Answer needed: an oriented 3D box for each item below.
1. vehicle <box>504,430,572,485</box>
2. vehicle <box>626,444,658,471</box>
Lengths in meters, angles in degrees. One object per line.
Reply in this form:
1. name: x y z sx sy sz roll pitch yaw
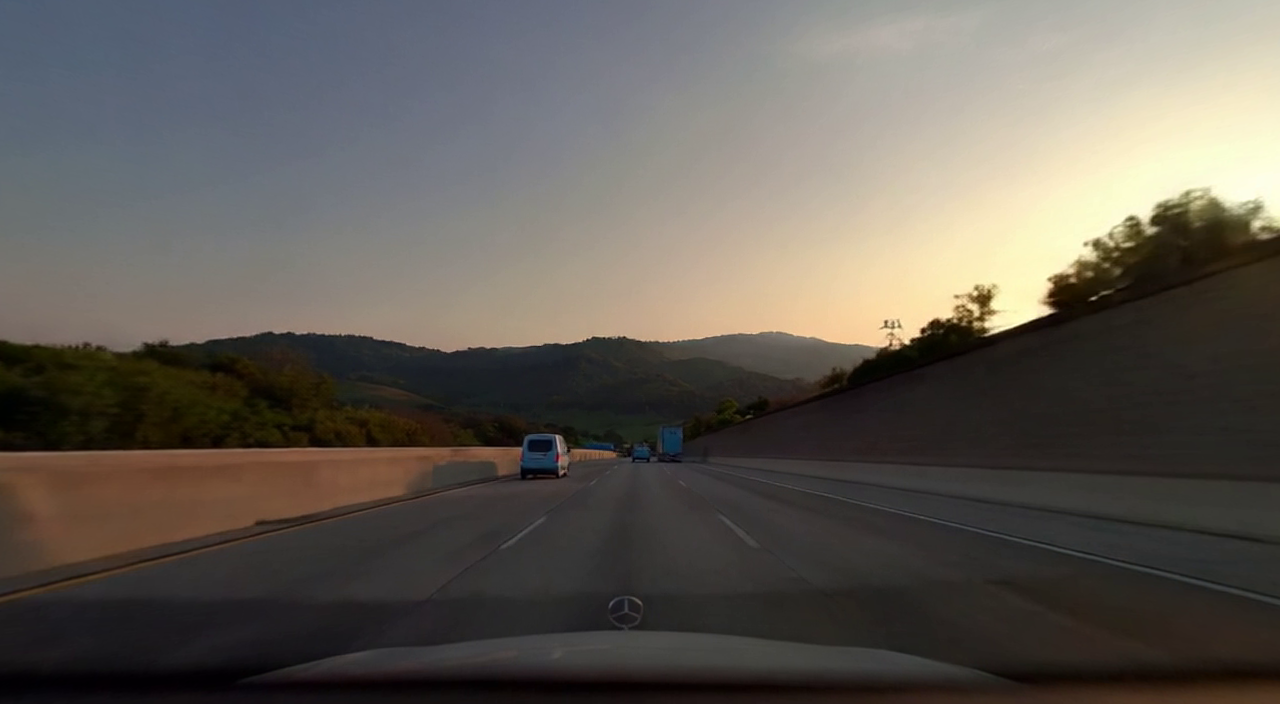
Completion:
1. vehicle: -4.067 4.324 25.929 1.955 2.004 4.792 0 -9 0
2. vehicle: 0.151 7.306 43.863 2.166 1.747 4.299 0 -9 1
